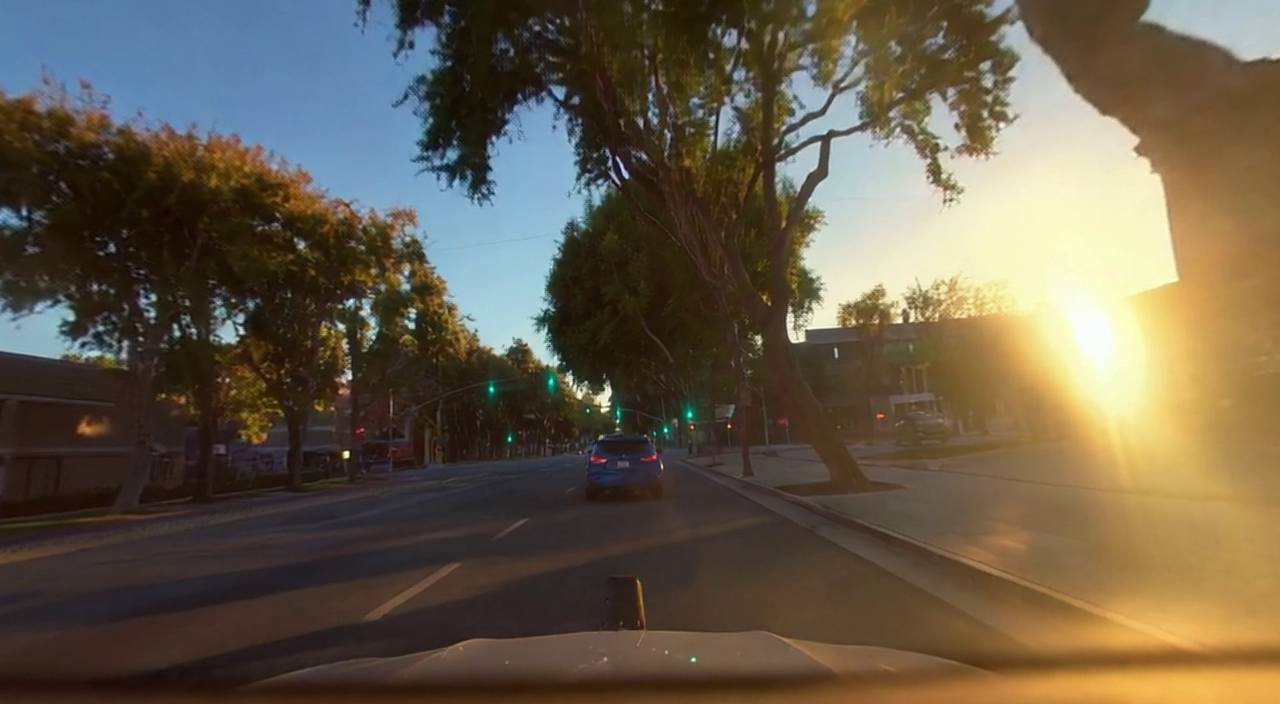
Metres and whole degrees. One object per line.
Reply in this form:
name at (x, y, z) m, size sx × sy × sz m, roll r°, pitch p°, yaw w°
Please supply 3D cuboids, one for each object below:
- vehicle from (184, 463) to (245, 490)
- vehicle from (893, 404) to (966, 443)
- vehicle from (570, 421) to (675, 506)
vehicle at (-28.628, 8.380, 42.635) m, size 1.771 × 1.435 × 4.144 m, roll -6°, pitch -9°, yaw -9°
vehicle at (16.300, 4.133, 35.878) m, size 2.039 × 1.990 × 5.111 m, roll -1°, pitch -8°, yaw 4°
vehicle at (-0.385, 2.564, 14.924) m, size 2.136 × 1.703 × 3.910 m, roll 0°, pitch -8°, yaw -1°
